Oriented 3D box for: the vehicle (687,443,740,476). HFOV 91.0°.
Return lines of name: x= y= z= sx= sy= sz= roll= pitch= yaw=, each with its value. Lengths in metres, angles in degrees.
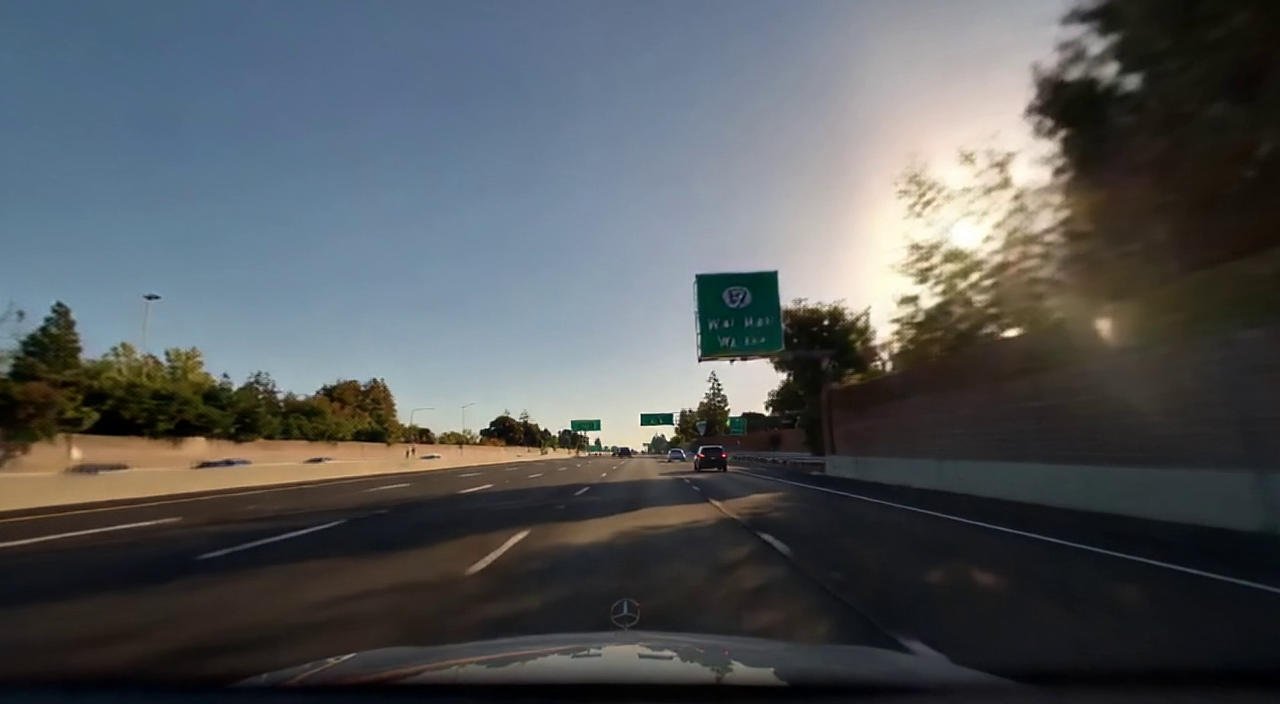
vehicle: x=3.585 y=5.360 z=31.550 sx=2.033 sy=1.501 sz=4.398 roll=0 pitch=-9 yaw=-1
